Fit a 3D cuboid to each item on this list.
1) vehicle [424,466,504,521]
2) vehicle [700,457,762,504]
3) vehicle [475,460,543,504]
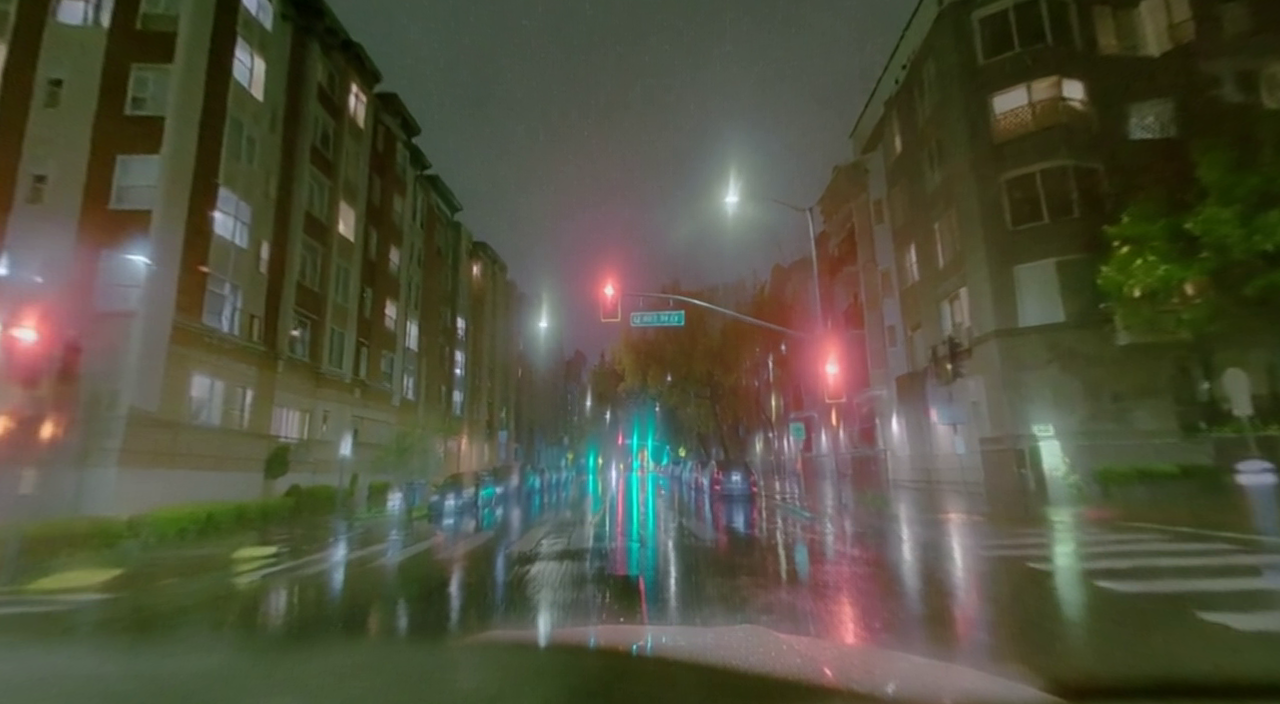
[{"bbox_3d":[-6.648,5.349,24.350,1.763,1.612,4.462,-7,-9,-2],"label":"vehicle"},{"bbox_3d":[3.640,5.237,26.159,1.924,1.657,4.665,1,-9,0],"label":"vehicle"},{"bbox_3d":[-6.396,6.384,31.357,2.175,1.849,4.725,-4,-10,2],"label":"vehicle"}]
